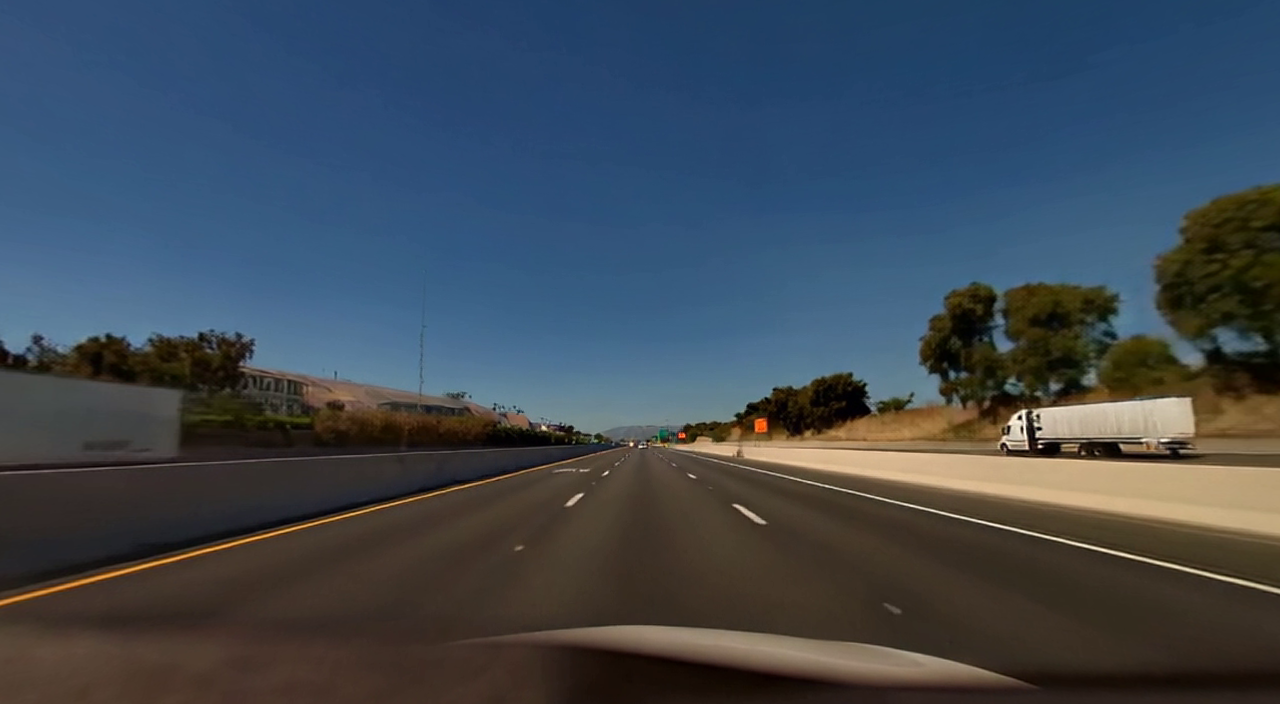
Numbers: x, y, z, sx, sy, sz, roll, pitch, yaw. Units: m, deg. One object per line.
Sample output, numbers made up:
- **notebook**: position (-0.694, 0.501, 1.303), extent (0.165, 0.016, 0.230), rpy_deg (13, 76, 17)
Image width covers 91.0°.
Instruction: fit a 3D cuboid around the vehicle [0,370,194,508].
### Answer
- **vehicle**: position (-20.358, 3.126, 22.402), extent (2.889, 4.041, 8.073), rpy_deg (0, -8, 0)
